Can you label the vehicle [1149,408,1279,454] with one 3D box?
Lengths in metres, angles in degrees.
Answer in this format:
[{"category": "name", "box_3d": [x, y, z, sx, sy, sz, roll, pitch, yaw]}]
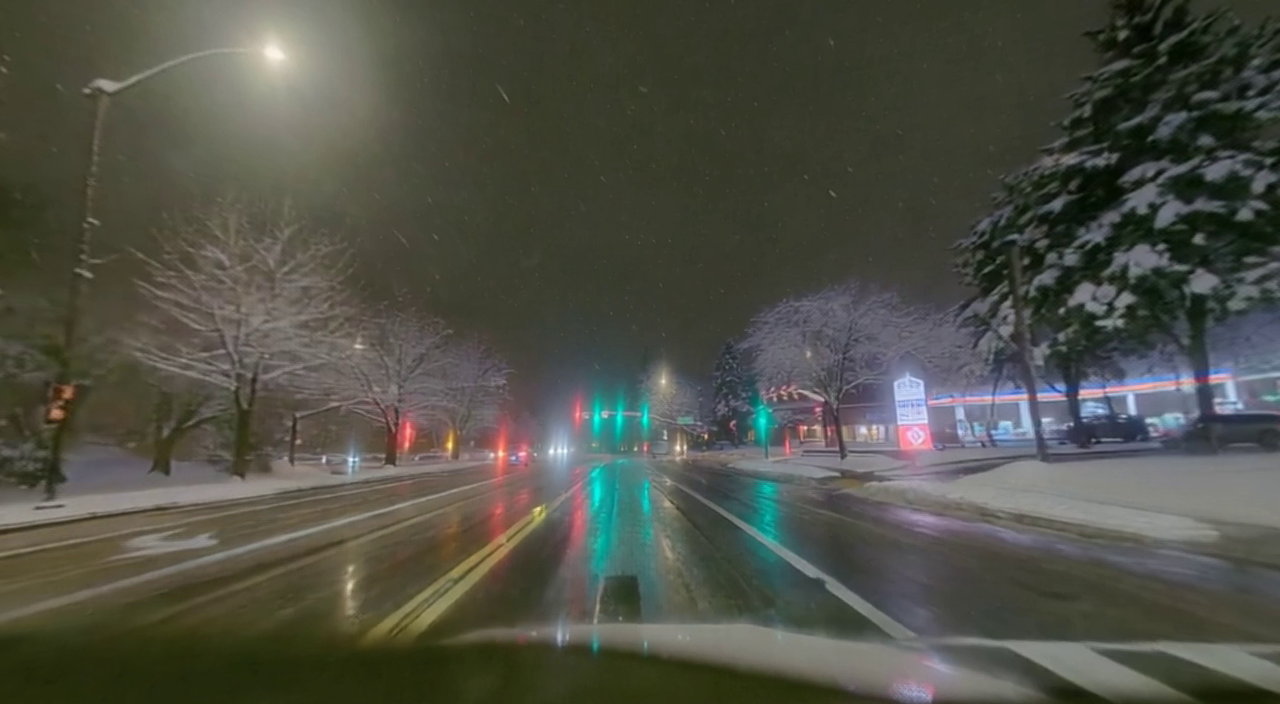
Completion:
[{"category": "vehicle", "box_3d": [22.841, 3.069, 24.530, 4.230, 1.590, 1.877, -2, -8, 0]}]
